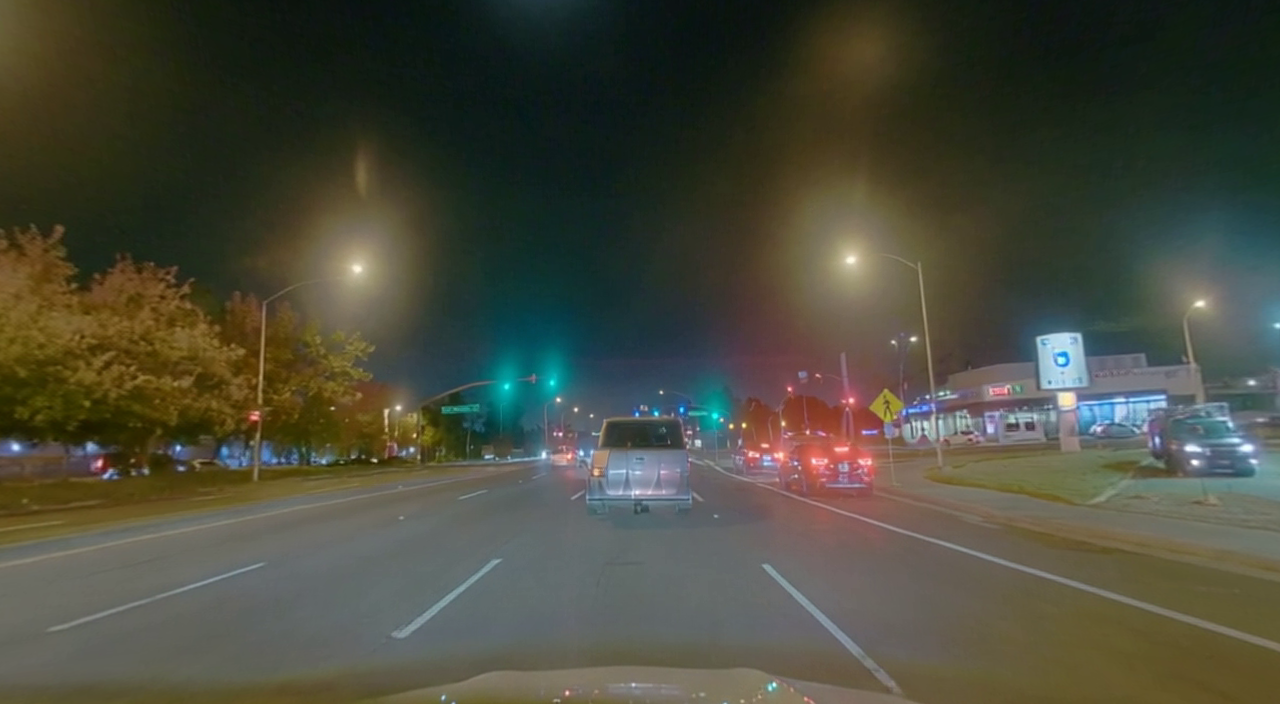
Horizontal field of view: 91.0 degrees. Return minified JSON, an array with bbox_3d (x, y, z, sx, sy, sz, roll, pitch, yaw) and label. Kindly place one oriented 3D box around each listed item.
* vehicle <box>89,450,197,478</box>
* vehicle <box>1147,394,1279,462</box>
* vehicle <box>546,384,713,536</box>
[{"bbox_3d":[-36.080,8.132,45.834,5.755,1.945,2.403,0,-9,-1],"label":"vehicle"},{"bbox_3d":[14.803,1.732,14.165,4.986,1.467,2.025,-6,-10,33],"label":"vehicle"},{"bbox_3d":[-0.309,1.951,11.827,2.350,2.122,5.801,0,-9,-3],"label":"vehicle"}]
